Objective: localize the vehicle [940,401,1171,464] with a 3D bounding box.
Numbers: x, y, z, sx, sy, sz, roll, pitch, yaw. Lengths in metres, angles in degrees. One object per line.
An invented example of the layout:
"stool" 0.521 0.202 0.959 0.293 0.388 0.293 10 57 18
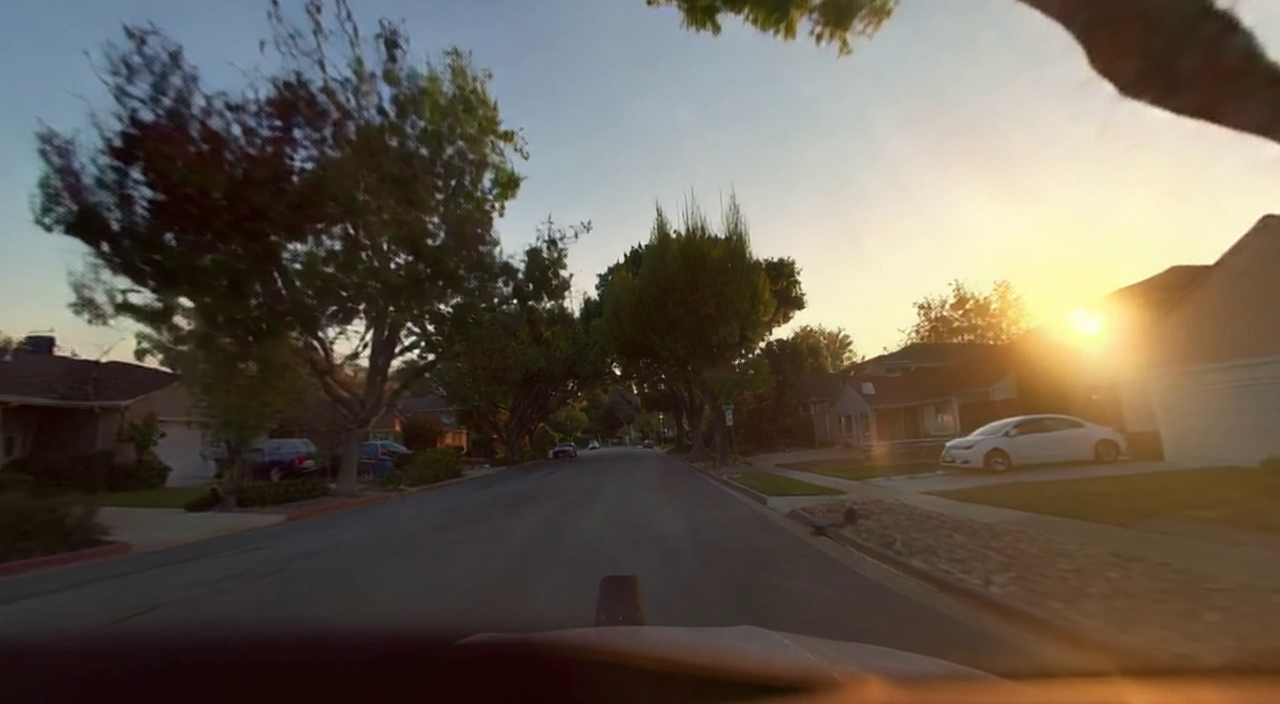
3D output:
"vehicle" 11.249 2.238 17.422 4.894 1.616 1.965 -1 -9 2
